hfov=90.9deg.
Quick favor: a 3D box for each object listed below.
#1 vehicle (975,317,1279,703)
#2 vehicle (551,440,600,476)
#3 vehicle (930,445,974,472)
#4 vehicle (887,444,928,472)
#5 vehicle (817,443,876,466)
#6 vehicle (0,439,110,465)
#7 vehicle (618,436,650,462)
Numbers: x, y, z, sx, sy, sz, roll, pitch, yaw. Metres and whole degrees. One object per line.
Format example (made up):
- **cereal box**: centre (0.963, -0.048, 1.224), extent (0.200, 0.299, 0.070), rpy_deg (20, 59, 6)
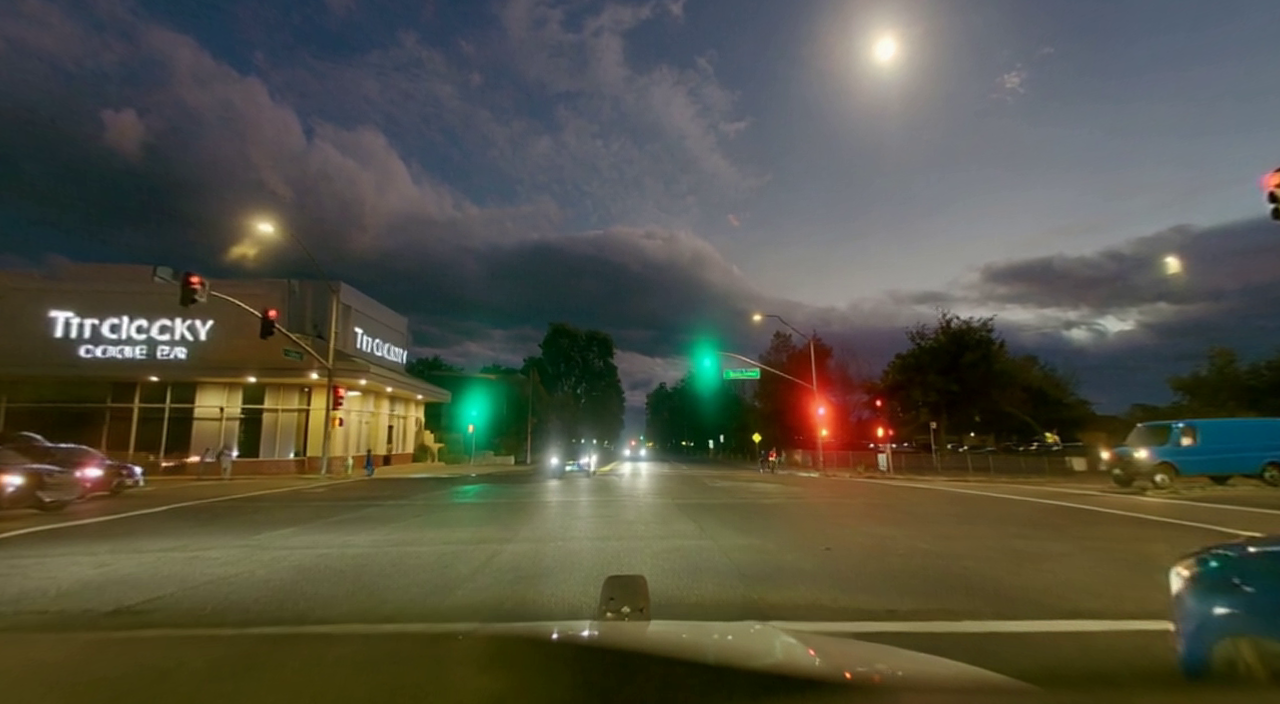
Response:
- **vehicle**: centre (2.868, 0.656, 1.041), extent (2.048, 1.725, 4.754), rpy_deg (0, -8, 1)
- **vehicle**: centre (-3.141, 5.245, 31.453), extent (1.961, 1.658, 4.064), rpy_deg (0, -8, 1)
- **vehicle**: centre (18.281, 6.220, 37.046), extent (1.791, 1.520, 3.649), rpy_deg (-3, -9, 19)
- **vehicle**: centre (15.855, 6.262, 37.527), extent (1.875, 1.543, 3.853), rpy_deg (-3, -9, 19)
- **vehicle**: centre (15.084, 7.473, 46.247), extent (1.924, 1.579, 4.084), rpy_deg (3, -9, -20)
- **vehicle**: centre (-36.500, 6.215, 39.428), extent (4.671, 1.543, 1.846), rpy_deg (4, -9, -27)
- **vehicle**: centre (-0.551, 7.639, 49.772), extent (2.390, 1.948, 5.344), rpy_deg (0, -8, -2)
